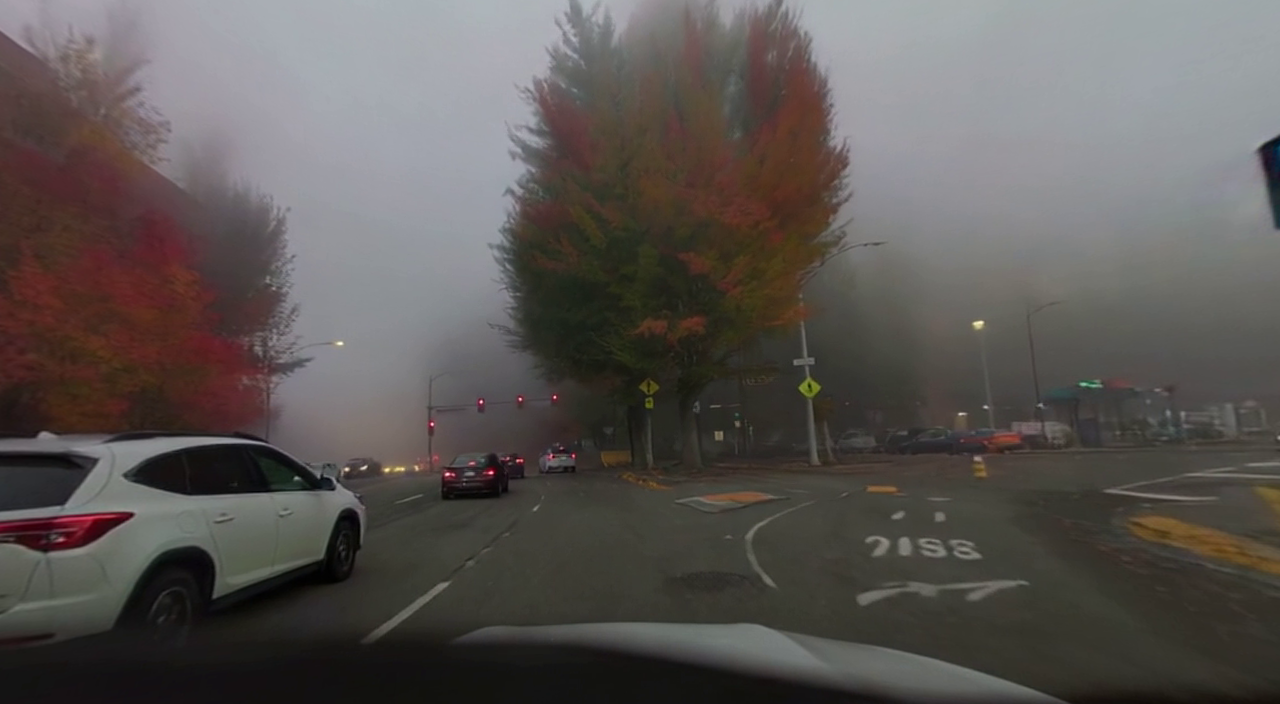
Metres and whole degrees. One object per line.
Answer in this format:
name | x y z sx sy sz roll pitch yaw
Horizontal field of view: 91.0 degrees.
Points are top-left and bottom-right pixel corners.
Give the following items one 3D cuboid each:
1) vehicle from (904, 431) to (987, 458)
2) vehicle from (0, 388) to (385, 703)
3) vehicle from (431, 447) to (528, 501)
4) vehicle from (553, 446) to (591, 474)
vehicle | 21.134 6.436 43.700 2.017 1.746 4.727 7 -11 -35
vehicle | -4.043 1.318 5.036 2.085 1.663 4.513 1 -9 0
vehicle | -5.081 3.921 20.787 2.090 1.506 5.326 1 -9 -4
vehicle | -4.429 6.951 40.644 2.144 1.704 4.028 2 -9 -9
